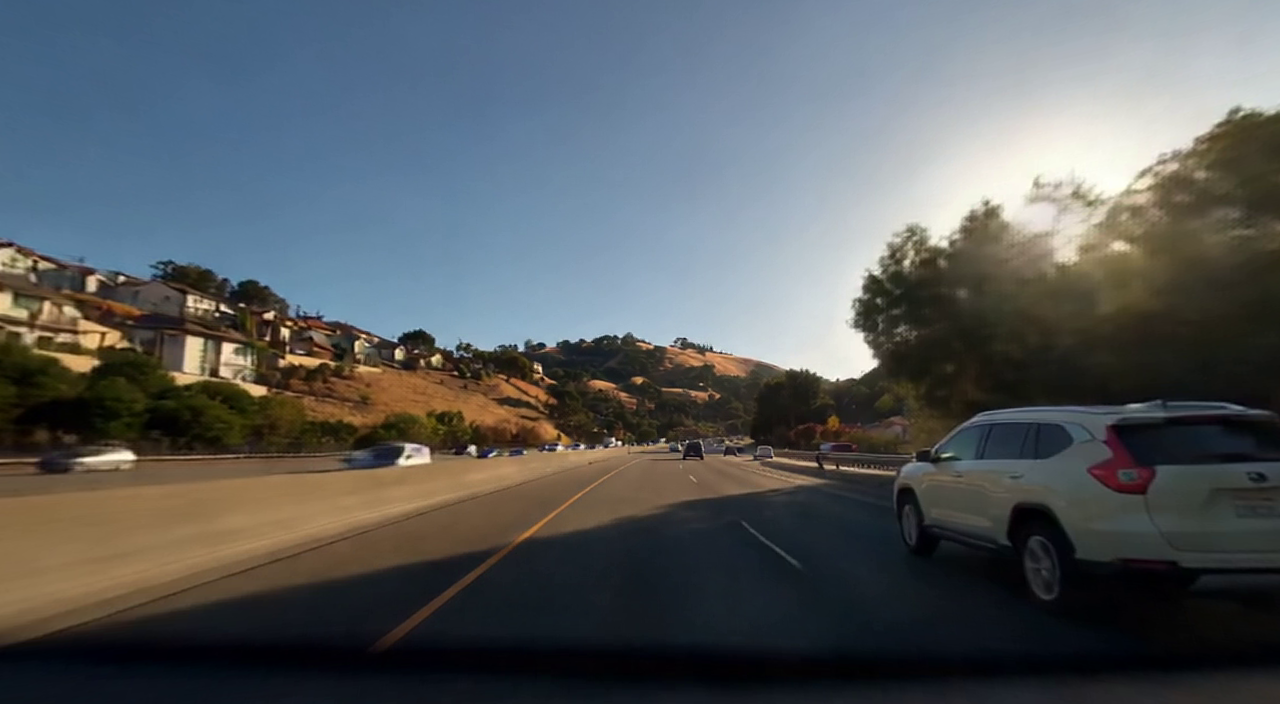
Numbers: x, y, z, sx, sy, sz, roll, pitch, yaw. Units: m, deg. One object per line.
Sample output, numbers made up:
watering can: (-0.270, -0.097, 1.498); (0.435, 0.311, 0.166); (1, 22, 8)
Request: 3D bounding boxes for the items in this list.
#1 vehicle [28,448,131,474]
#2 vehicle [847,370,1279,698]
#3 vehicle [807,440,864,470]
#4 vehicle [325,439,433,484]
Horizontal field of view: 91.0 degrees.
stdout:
vehicle: (-35.307, 6.870, 39.821); (1.809, 1.505, 4.810); (-1, -9, 5)
vehicle: (3.897, 1.323, 5.793); (2.318, 1.766, 4.587); (0, -9, -1)
vehicle: (11.945, 6.325, 38.743); (2.043, 1.714, 4.453); (0, -9, 0)
vehicle: (-12.467, 5.256, 30.671); (2.517, 1.982, 5.896); (0, -9, 2)
